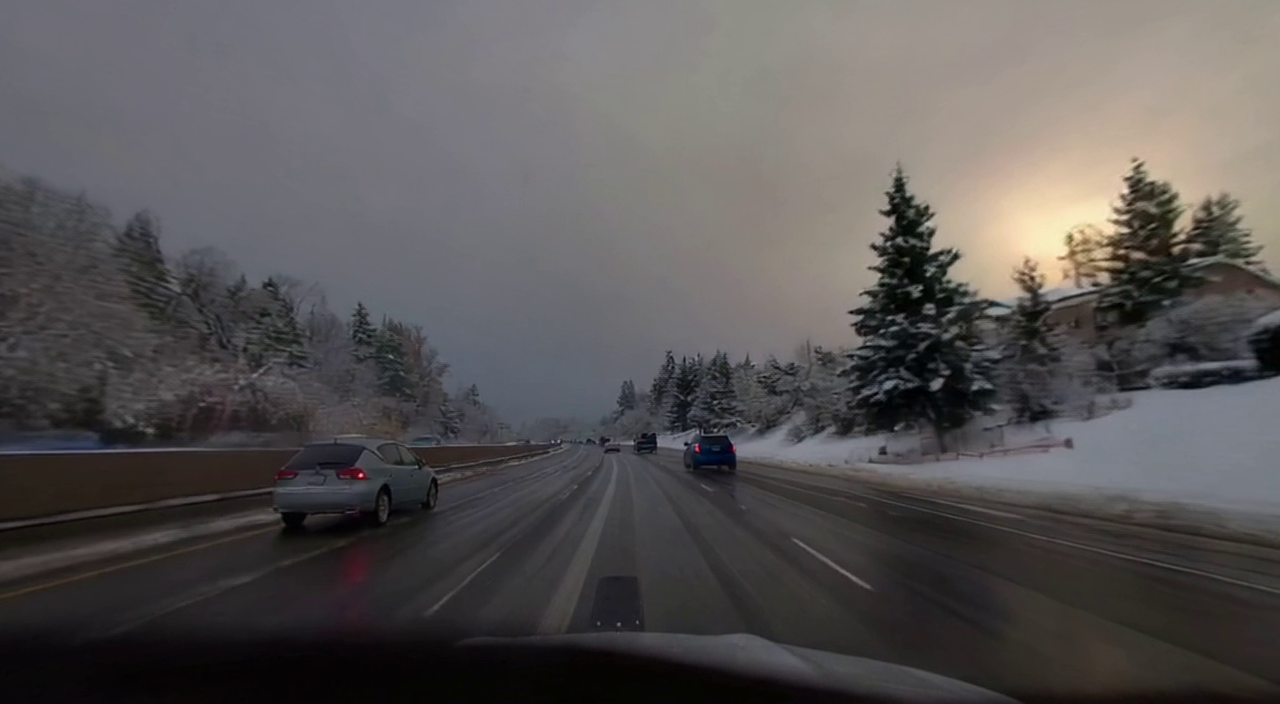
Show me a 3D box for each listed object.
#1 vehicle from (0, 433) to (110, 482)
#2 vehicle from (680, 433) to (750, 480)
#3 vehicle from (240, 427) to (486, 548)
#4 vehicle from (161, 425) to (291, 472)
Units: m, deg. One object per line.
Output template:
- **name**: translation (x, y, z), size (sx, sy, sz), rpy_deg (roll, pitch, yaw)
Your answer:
- **vehicle**: translation (-19.955, 3.433, 20.625), size (1.857, 1.430, 3.870), rpy_deg (0, -9, -2)
- **vehicle**: translation (2.855, 4.134, 25.088), size (2.092, 1.686, 4.188), rpy_deg (0, -9, -2)
- **vehicle**: translation (-4.093, 2.074, 10.311), size (2.036, 1.528, 4.400), rpy_deg (0, -9, 0)
- **vehicle**: translation (-16.391, 3.879, 25.304), size (2.186, 1.682, 4.623), rpy_deg (0, -9, -3)
